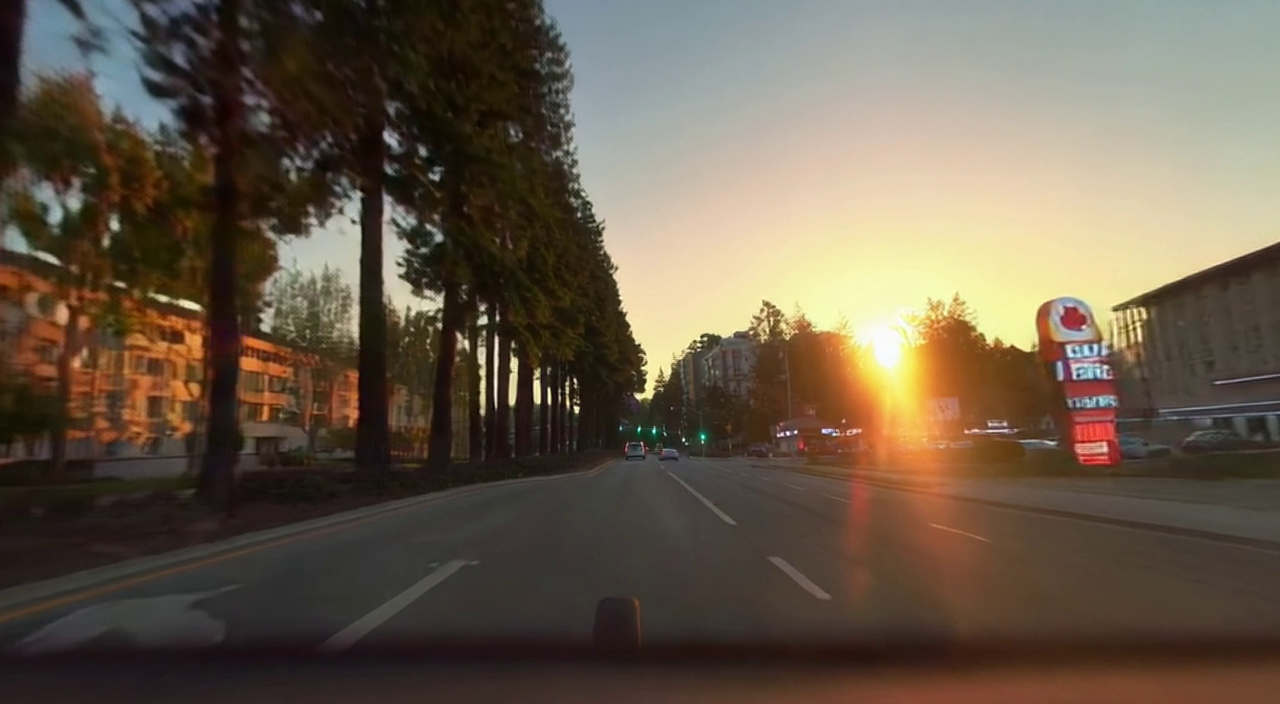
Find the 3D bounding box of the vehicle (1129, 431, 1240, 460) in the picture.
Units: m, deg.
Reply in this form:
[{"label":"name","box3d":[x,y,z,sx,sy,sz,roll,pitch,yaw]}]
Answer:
[{"label":"vehicle","box3d":[34.538,5.938,40.193,2.054,1.684,4.845,6,-10,-33]}]
